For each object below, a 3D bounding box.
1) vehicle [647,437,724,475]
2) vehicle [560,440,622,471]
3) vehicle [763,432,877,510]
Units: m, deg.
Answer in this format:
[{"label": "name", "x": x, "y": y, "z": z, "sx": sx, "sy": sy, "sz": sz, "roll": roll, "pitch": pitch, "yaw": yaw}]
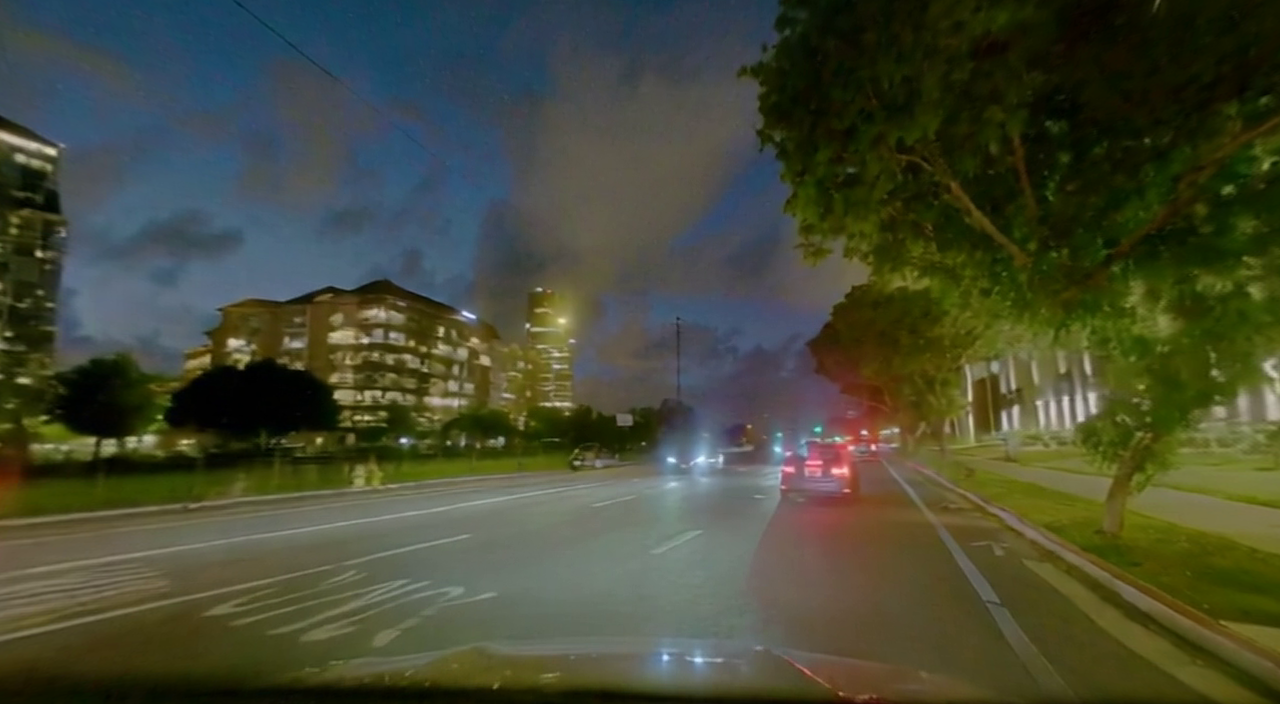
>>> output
[{"label": "vehicle", "x": 2.105, "y": 4.512, "z": 27.860, "sx": 2.170, "sy": 1.465, "sz": 4.648, "roll": -3, "pitch": -8, "yaw": 20}, {"label": "vehicle", "x": -2.794, "y": 6.013, "z": 37.083, "sx": 1.982, "sy": 1.445, "sz": 4.458, "roll": -8, "pitch": -9, "yaw": 17}, {"label": "vehicle", "x": 4.226, "y": 2.594, "z": 14.538, "sx": 2.116, "sy": 1.479, "sz": 4.358, "roll": -3, "pitch": -8, "yaw": 19}]
